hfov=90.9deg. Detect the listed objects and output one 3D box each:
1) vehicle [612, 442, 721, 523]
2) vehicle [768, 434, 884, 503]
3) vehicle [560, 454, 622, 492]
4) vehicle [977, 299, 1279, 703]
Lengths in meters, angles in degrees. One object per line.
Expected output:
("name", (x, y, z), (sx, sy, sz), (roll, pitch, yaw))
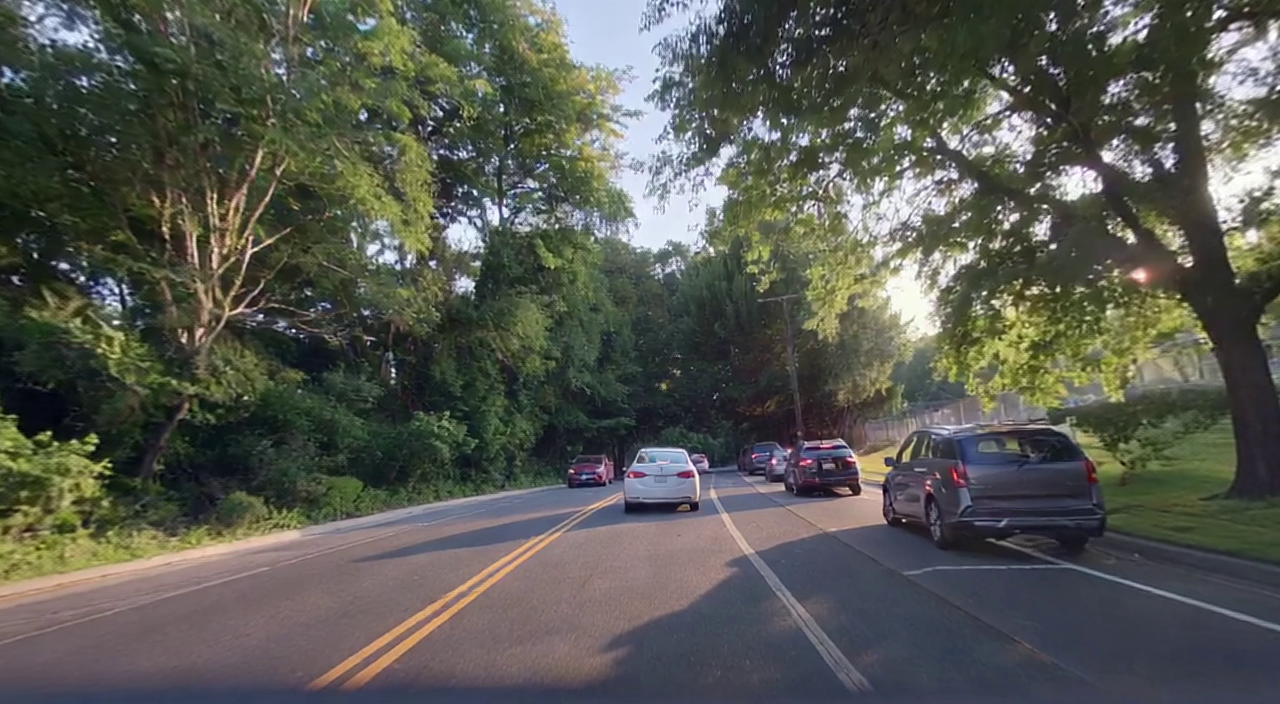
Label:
("vehicle", (0.602, 2.795, 14.134), (2.078, 1.521, 4.058), (-1, -8, 3))
("vehicle", (4.934, 3.145, 17.461), (1.957, 1.629, 4.609), (0, -8, 2))
("vehicle", (-2.251, 5.776, 30.347), (2.087, 1.449, 4.575), (-5, -9, 5))
("vehicle", (3.432, 0.672, 1.982), (2.224, 1.805, 4.773), (0, -8, 2))
